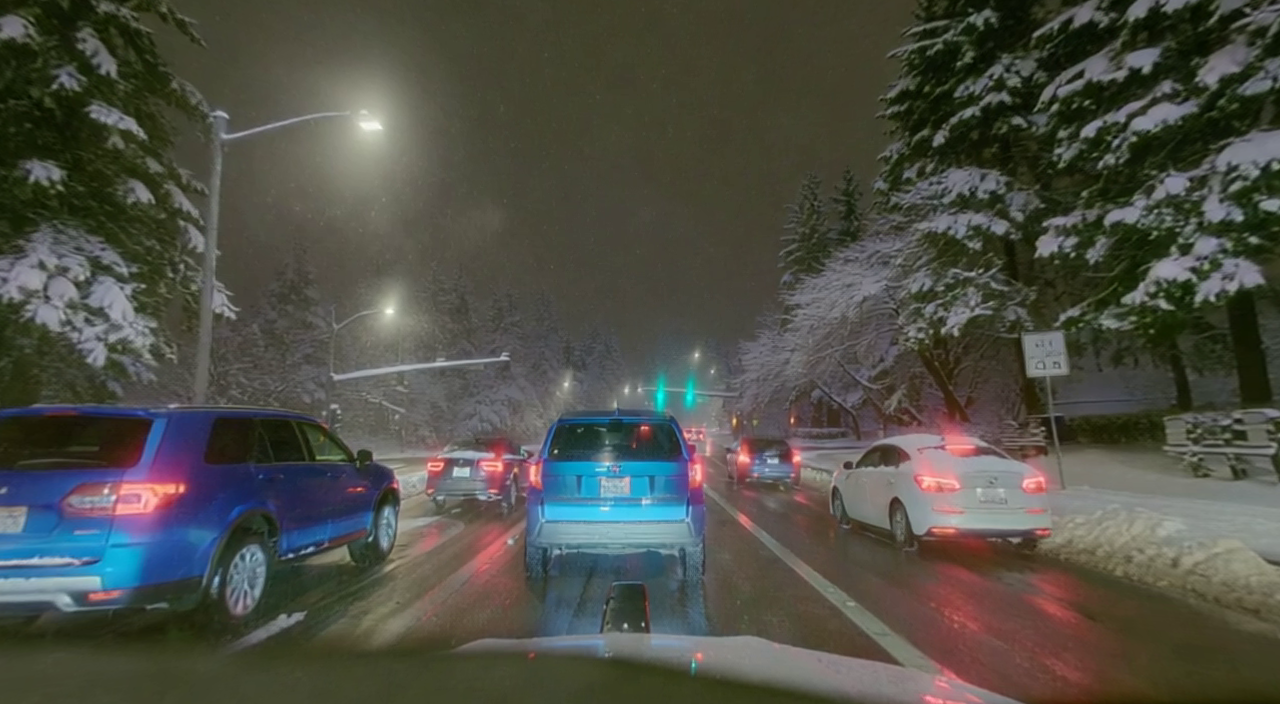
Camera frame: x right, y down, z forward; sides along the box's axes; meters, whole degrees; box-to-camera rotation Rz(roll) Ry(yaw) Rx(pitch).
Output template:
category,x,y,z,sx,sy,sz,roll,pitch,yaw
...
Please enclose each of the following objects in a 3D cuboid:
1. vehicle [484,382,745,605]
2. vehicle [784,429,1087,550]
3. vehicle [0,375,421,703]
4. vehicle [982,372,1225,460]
category,x,y,z,sx,sy,sz,roll,pitch,yaw
vehicle,-0.215,1.489,7.483,2.132,1.816,4.471,0,-8,0
vehicle,4.318,2.065,10.306,2.036,1.480,4.659,1,-9,-11
vehicle,-3.709,1.286,5.426,2.039,1.709,4.265,0,-8,1
vehicle,17.884,2.543,24.689,7.314,3.230,2.680,0,-8,-2
